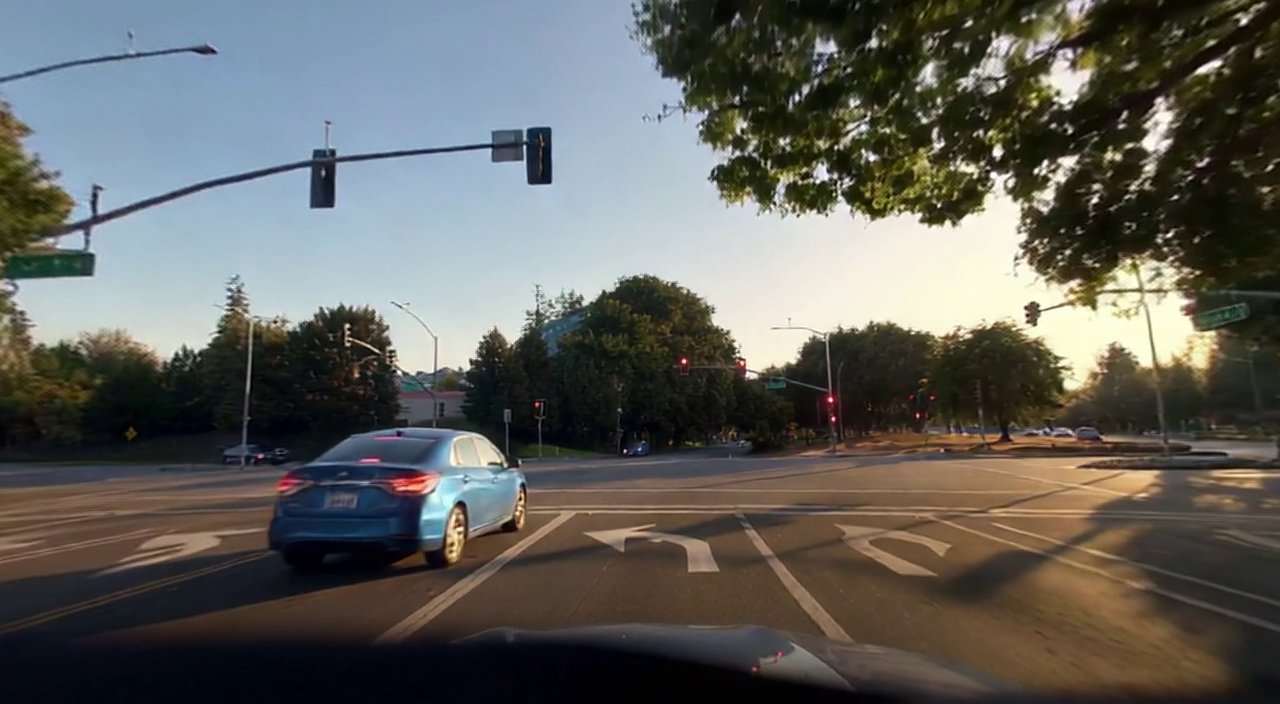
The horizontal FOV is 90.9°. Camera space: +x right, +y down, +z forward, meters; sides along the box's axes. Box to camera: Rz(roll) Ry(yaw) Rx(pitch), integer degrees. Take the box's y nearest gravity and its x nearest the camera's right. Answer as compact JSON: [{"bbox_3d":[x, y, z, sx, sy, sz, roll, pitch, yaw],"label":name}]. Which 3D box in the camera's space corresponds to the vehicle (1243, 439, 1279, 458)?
[{"bbox_3d":[49.759,7.548,49.416,1.574,1.369,3.611,-1,-7,8],"label":"vehicle"}]

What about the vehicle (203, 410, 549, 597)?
[{"bbox_3d":[-2.612,1.607,7.550,2.055,1.573,4.065,-1,-9,6],"label":"vehicle"}]
